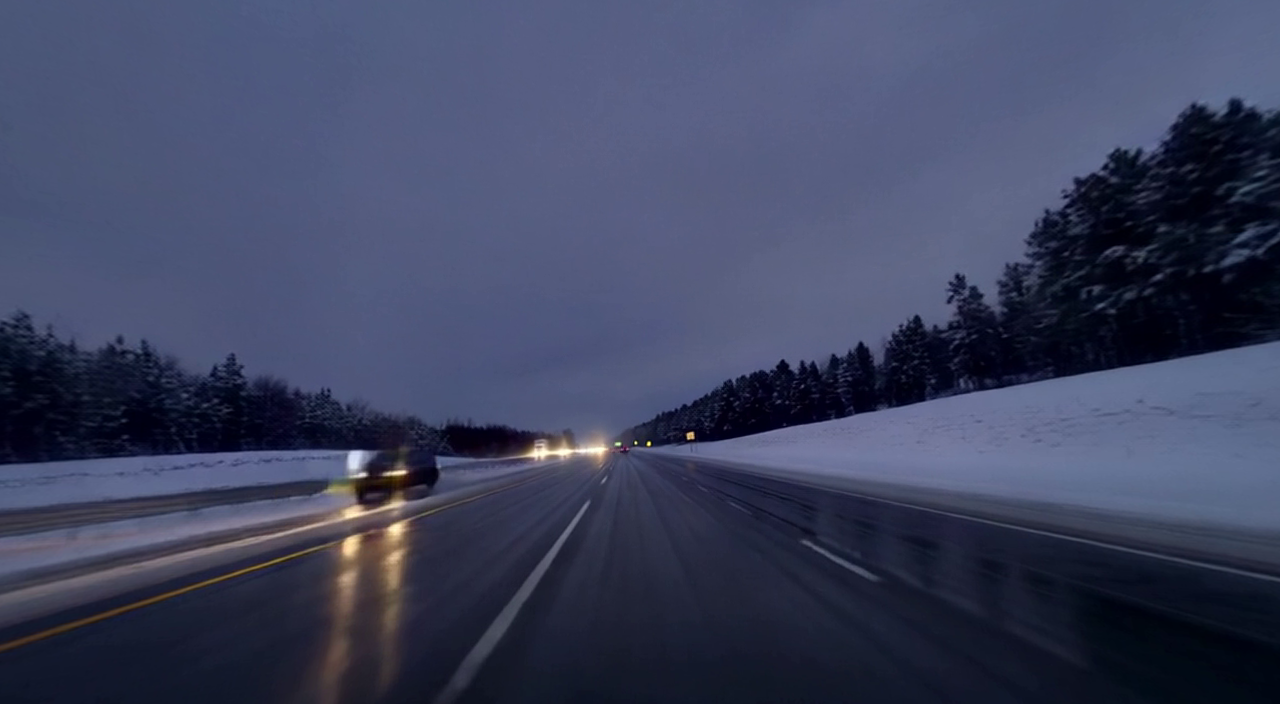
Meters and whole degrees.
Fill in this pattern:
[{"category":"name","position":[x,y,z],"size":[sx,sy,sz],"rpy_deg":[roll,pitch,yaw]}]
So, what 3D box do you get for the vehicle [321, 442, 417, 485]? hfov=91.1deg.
[{"category":"vehicle","position":[-11.777,4.870,27.710],"size":[2.305,1.725,4.456],"rpy_deg":[0,-9,-1]}]
